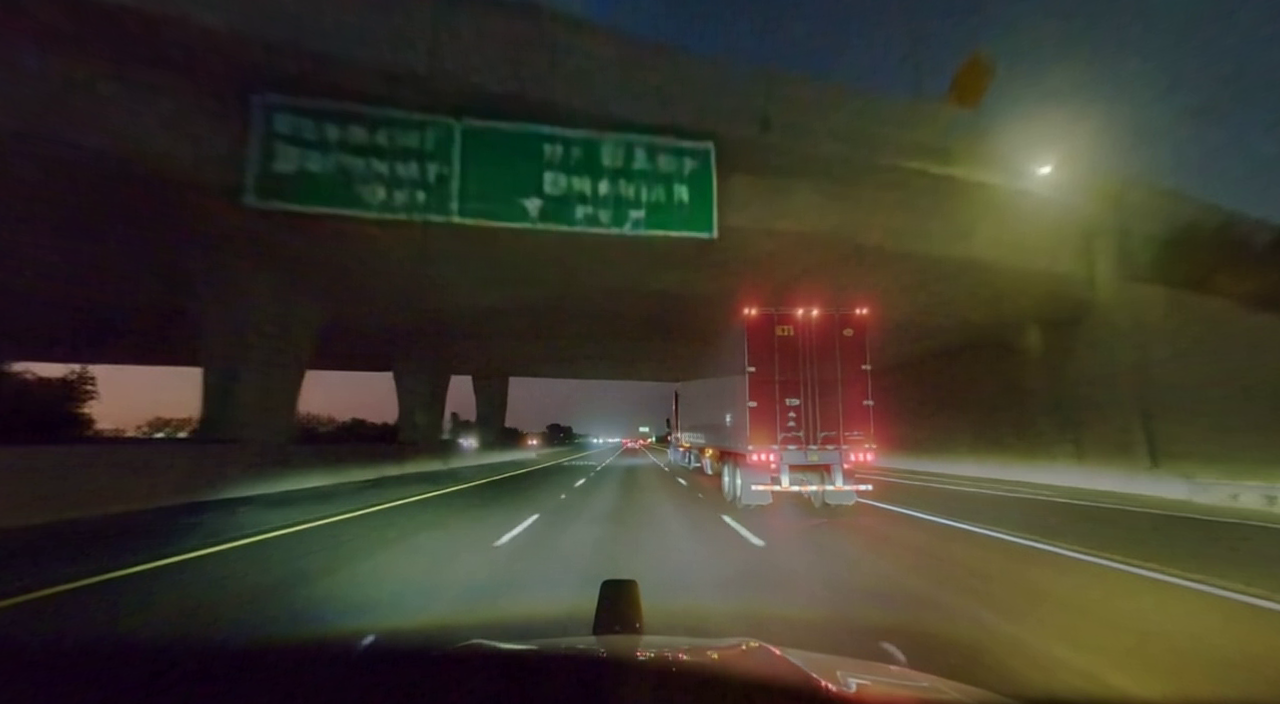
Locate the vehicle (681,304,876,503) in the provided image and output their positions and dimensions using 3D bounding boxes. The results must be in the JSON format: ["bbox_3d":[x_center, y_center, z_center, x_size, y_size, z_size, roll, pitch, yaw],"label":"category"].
[{"bbox_3d":[3.367,2.282,21.334,2.743,4.160,16.408,0,-9,-1],"label":"vehicle"}]
